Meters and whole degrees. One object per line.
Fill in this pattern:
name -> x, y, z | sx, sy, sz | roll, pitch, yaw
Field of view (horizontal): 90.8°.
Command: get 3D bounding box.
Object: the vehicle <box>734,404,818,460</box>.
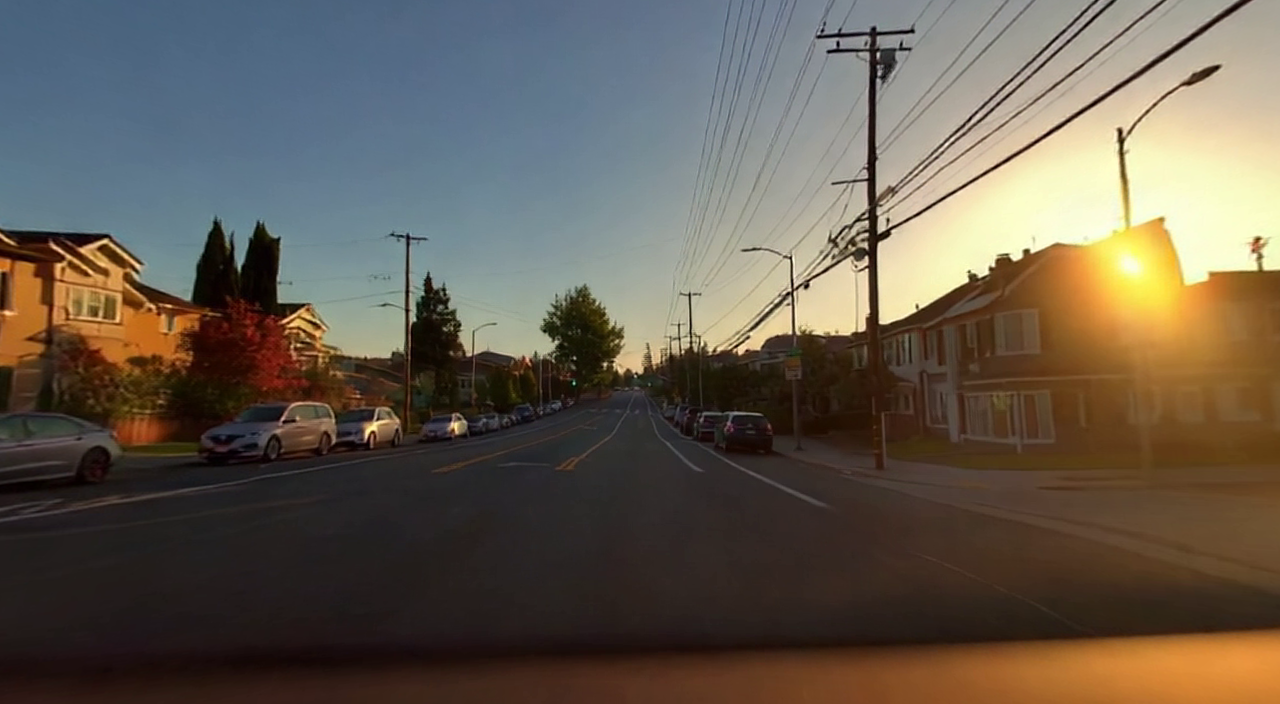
vehicle -> 4.419, 2.667, 21.179 | 1.867, 1.680, 4.176 | 0, -7, 0

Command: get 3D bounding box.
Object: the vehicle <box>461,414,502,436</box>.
vehicle -> -11.326, 5.258, 45.394 | 1.903, 1.535, 4.342 | 0, -7, -1

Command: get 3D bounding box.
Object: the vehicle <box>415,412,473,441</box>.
vehicle -> -11.074, 4.263, 36.014 | 2.051, 1.520, 4.374 | 0, -7, -2

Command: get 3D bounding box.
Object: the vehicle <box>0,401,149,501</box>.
vehicle -> -11.003, 1.609, 10.417 | 2.082, 1.540, 4.654 | 0, -7, 0

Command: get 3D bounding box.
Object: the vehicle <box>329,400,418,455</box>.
vehicle -> -11.307, 3.137, 27.111 | 1.926, 1.998, 4.447 | -4, -4, -1

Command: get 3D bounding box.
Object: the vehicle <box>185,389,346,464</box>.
vehicle -> -11.100, 2.273, 19.265 | 2.056, 1.980, 4.763 | 0, -7, -1
